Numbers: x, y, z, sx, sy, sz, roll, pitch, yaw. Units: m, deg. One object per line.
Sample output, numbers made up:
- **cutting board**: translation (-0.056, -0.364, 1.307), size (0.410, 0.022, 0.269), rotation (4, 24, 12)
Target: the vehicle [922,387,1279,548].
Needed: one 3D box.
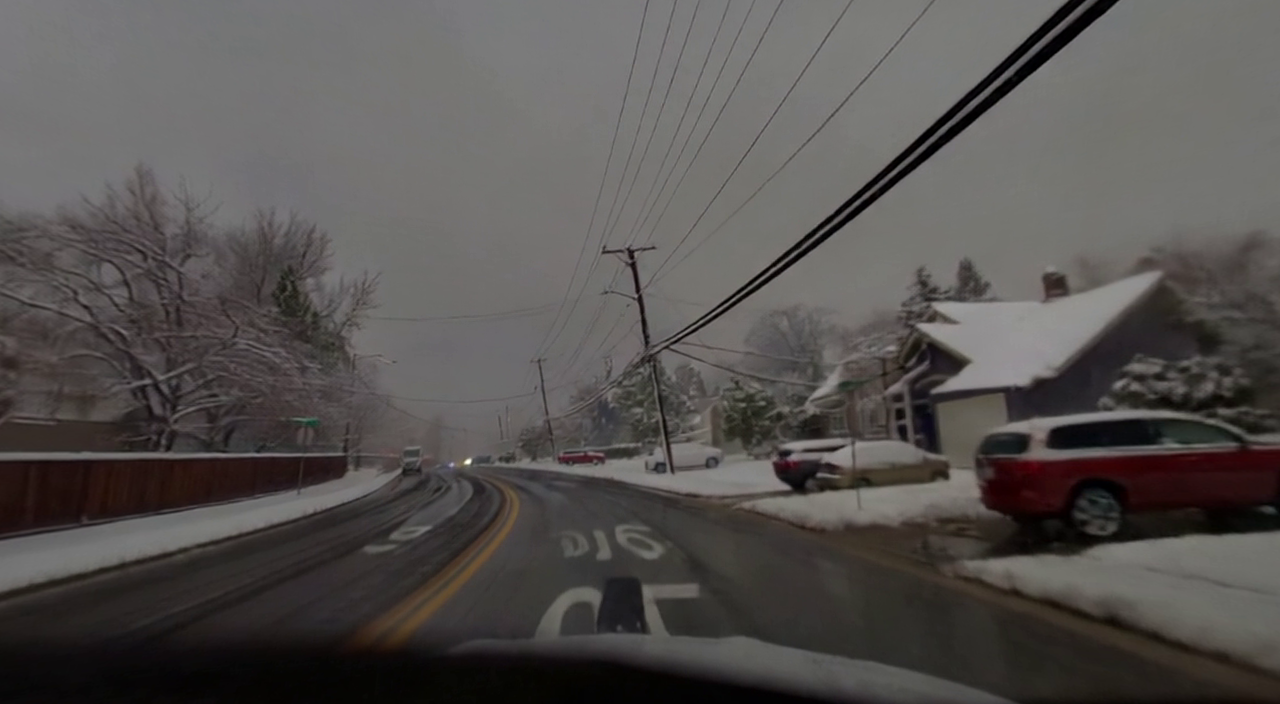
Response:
- **vehicle**: translation (7.252, 1.603, 9.108), size (5.229, 1.790, 2.153), rotation (-2, -11, -5)

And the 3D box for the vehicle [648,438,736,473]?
- **vehicle**: translation (2.826, 5.647, 34.505), size (4.337, 1.768, 1.962), rotation (2, -9, -15)

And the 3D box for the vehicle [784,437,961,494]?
- **vehicle**: translation (6.679, 3.256, 18.420), size (4.382, 1.531, 1.925), rotation (1, -9, -8)
